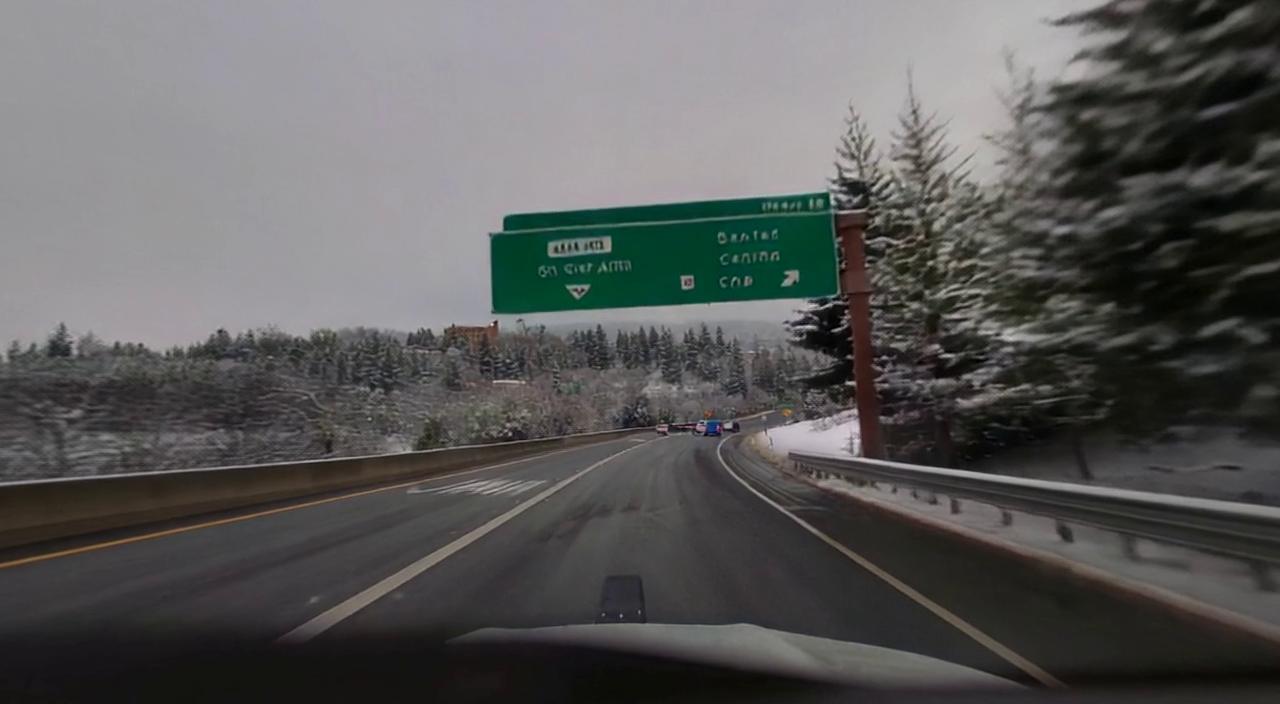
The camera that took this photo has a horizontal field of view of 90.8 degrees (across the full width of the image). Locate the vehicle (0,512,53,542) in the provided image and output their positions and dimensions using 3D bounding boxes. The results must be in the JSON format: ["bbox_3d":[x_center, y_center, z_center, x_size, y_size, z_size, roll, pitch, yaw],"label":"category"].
[{"bbox_3d":[-42.150,11.700,42.289,1.772,1.502,4.002,-1,-8,1],"label":"vehicle"}]
